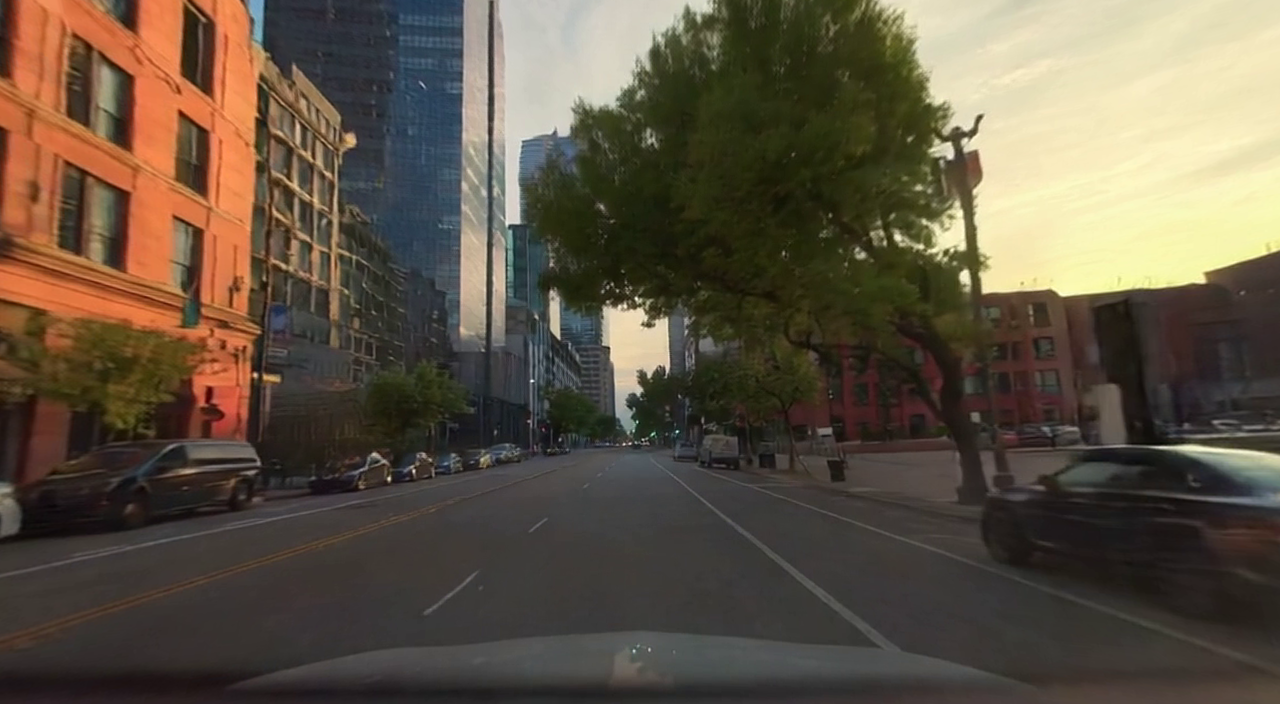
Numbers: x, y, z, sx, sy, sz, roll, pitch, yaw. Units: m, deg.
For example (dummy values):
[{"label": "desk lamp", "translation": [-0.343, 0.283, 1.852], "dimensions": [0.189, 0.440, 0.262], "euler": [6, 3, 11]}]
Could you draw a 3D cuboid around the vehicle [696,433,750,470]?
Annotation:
[{"label": "vehicle", "translation": [4.575, 5.577, 35.582], "dimensions": [2.237, 1.908, 5.320], "euler": [0, -8, -1]}]

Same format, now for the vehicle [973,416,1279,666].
[{"label": "vehicle", "translation": [4.911, 1.345, 5.148], "dimensions": [1.929, 1.522, 4.543], "euler": [0, -8, 0]}]

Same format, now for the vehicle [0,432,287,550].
[{"label": "vehicle", "translation": [-10.898, 2.912, 14.107], "dimensions": [2.574, 1.922, 6.292], "euler": [-4, -9, -1]}]

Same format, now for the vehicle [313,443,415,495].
[{"label": "vehicle", "translation": [-11.358, 4.796, 26.492], "dimensions": [1.970, 1.828, 5.519], "euler": [-3, -8, -2]}]

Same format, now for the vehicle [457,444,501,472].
[{"label": "vehicle", "translation": [-11.330, 7.489, 44.748], "dimensions": [2.039, 1.770, 4.445], "euler": [-3, -9, -1]}]
